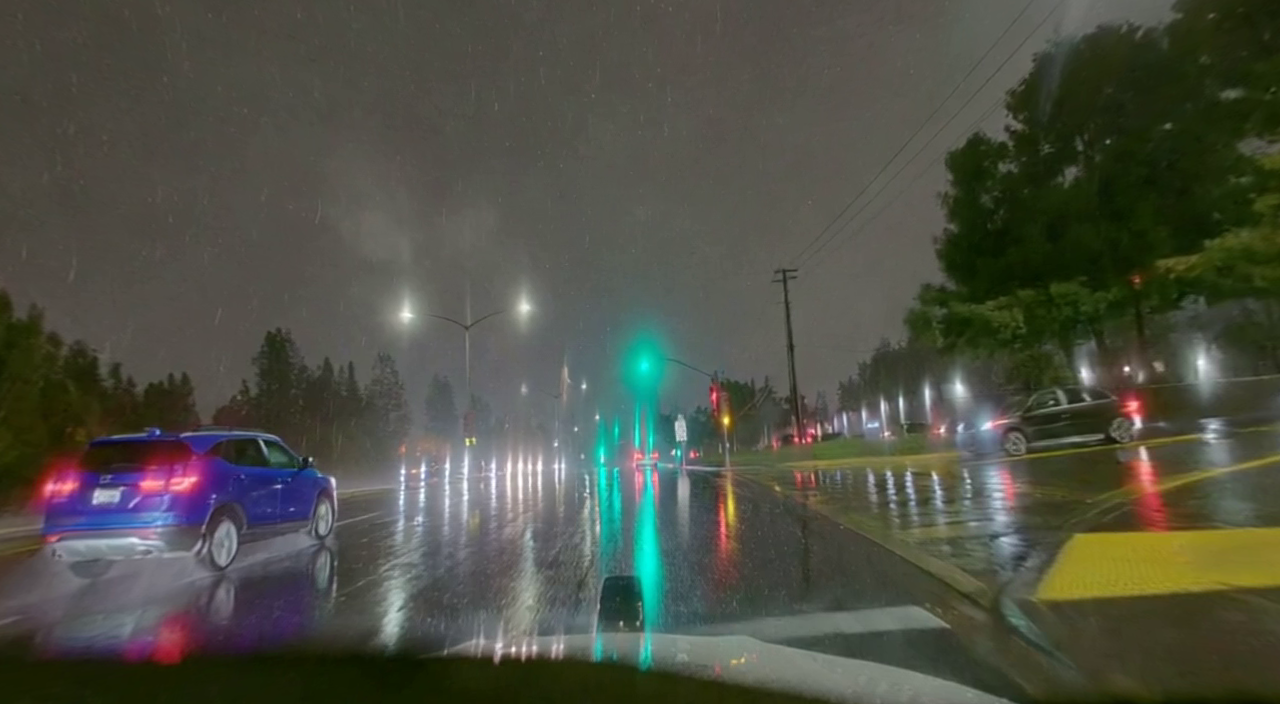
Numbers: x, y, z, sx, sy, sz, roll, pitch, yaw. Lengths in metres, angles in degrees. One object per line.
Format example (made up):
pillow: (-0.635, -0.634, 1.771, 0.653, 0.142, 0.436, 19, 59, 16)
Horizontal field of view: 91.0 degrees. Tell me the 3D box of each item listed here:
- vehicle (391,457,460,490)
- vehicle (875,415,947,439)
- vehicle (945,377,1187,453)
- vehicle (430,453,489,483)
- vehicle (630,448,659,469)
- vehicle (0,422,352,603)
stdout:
vehicle: (-11.447, 6.557, 33.956, 2.149, 1.527, 4.691, -1, -11, -1)
vehicle: (19.004, 5.328, 44.380, 1.947, 1.477, 4.661, 7, -9, -20)
vehicle: (12.137, 1.862, 18.252, 5.357, 1.845, 2.151, -2, -8, -1)
vehicle: (-12.059, 7.788, 42.555, 2.167, 1.799, 5.682, 0, -9, 1)
vehicle: (0.281, 8.012, 47.439, 2.091, 1.494, 3.962, 0, -8, -1)
vehicle: (-6.155, 2.049, 8.984, 2.027, 1.908, 4.273, 0, -9, 0)
